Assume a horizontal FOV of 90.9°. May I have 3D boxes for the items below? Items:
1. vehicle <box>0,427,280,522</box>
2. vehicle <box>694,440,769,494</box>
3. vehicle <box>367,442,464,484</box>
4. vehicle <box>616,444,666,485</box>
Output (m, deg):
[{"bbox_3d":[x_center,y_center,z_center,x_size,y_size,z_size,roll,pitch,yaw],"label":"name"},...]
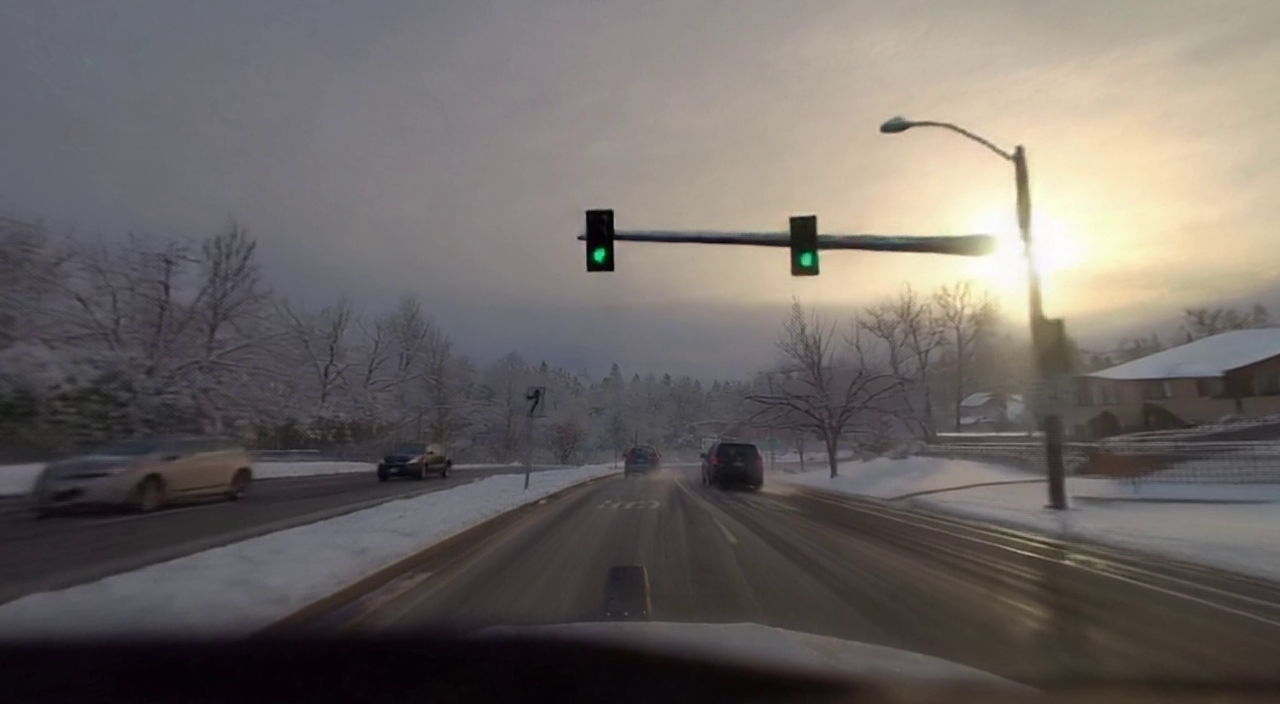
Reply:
[{"bbox_3d":[-9.176,2.256,12.156,1.829,1.463,4.403,0,-8,0],"label":"vehicle"},{"bbox_3d":[3.297,4.240,23.610,2.166,1.799,4.372,0,-8,0],"label":"vehicle"},{"bbox_3d":[-8.867,4.405,25.381,1.991,1.503,4.688,-1,-8,3],"label":"vehicle"},{"bbox_3d":[0.128,5.356,30.398,2.185,1.822,4.391,0,-8,2],"label":"vehicle"}]
